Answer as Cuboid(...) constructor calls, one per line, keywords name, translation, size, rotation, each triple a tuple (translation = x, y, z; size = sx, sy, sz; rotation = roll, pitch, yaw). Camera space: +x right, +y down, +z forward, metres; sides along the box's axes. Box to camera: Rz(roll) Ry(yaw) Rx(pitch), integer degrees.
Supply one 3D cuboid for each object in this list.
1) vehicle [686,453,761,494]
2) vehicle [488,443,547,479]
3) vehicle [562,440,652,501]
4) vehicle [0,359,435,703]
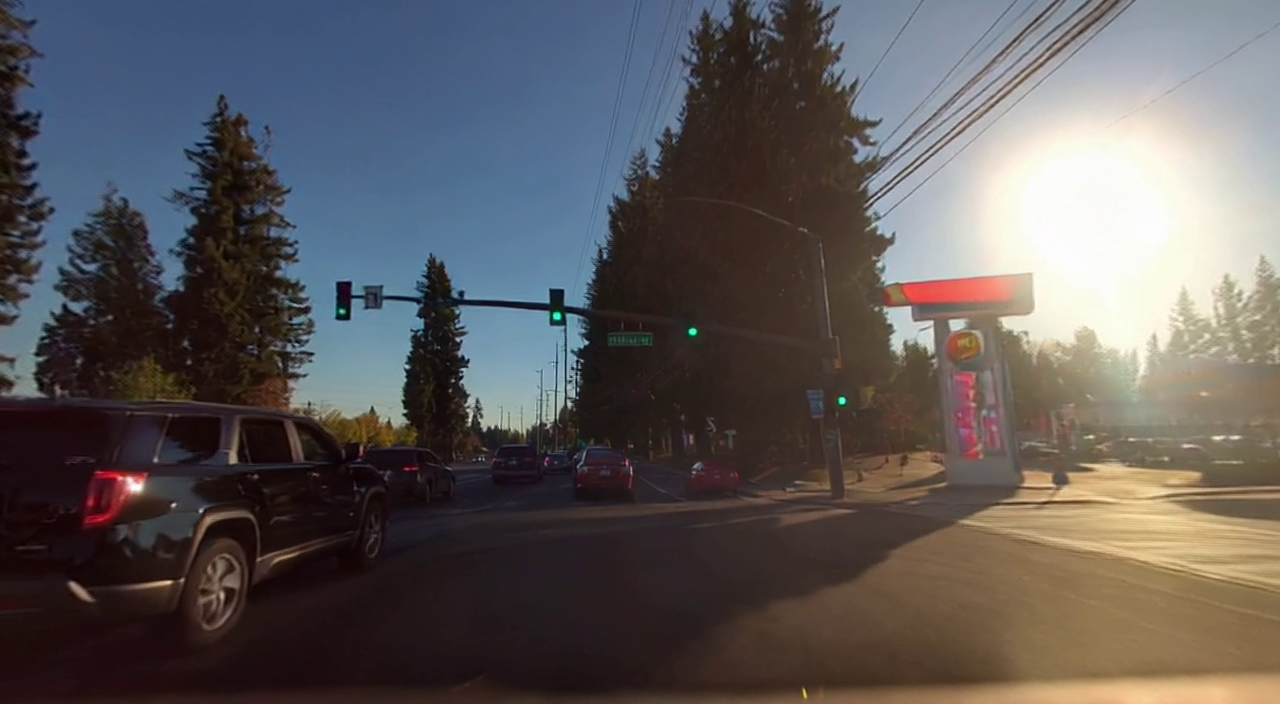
Cuboid(name="vehicle", translation=(2.930, 4.375, 23.127), size=(2.065, 1.302, 4.416), rotation=(0, -9, -1))
Cuboid(name="vehicle", translation=(-7.027, 6.336, 36.929), size=(2.385, 1.918, 5.056), rotation=(0, -9, 0))
Cuboid(name="vehicle", translation=(-0.809, 3.191, 17.412), size=(2.189, 1.437, 4.135), rotation=(0, -9, 0))
Cuboid(name="vehicle", translation=(-3.422, 1.191, 5.261), size=(1.922, 1.642, 4.547), rotation=(0, -9, -1))
